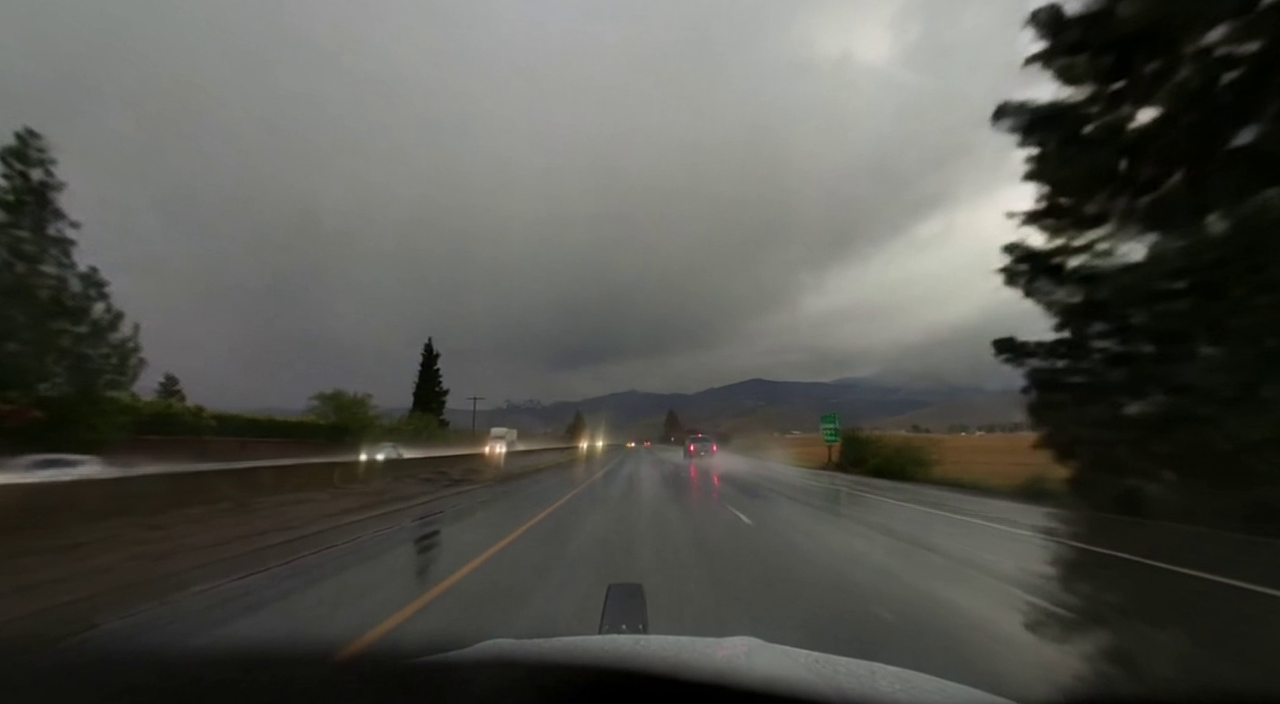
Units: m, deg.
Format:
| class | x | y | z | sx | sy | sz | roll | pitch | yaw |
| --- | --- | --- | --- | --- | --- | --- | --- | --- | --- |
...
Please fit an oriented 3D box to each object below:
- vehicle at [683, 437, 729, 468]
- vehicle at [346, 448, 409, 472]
| class | x | y | z | sx | sy | sz | roll | pitch | yaw |
| --- | --- | --- | --- | --- | --- | --- | --- | --- | --- |
| vehicle | 3.720 | 5.771 | 36.228 | 2.157 | 1.640 | 4.056 | -1 | -9 | 0 |
| vehicle | -17.394 | 7.168 | 42.071 | 2.239 | 1.462 | 4.480 | -1 | -9 | 0 |
